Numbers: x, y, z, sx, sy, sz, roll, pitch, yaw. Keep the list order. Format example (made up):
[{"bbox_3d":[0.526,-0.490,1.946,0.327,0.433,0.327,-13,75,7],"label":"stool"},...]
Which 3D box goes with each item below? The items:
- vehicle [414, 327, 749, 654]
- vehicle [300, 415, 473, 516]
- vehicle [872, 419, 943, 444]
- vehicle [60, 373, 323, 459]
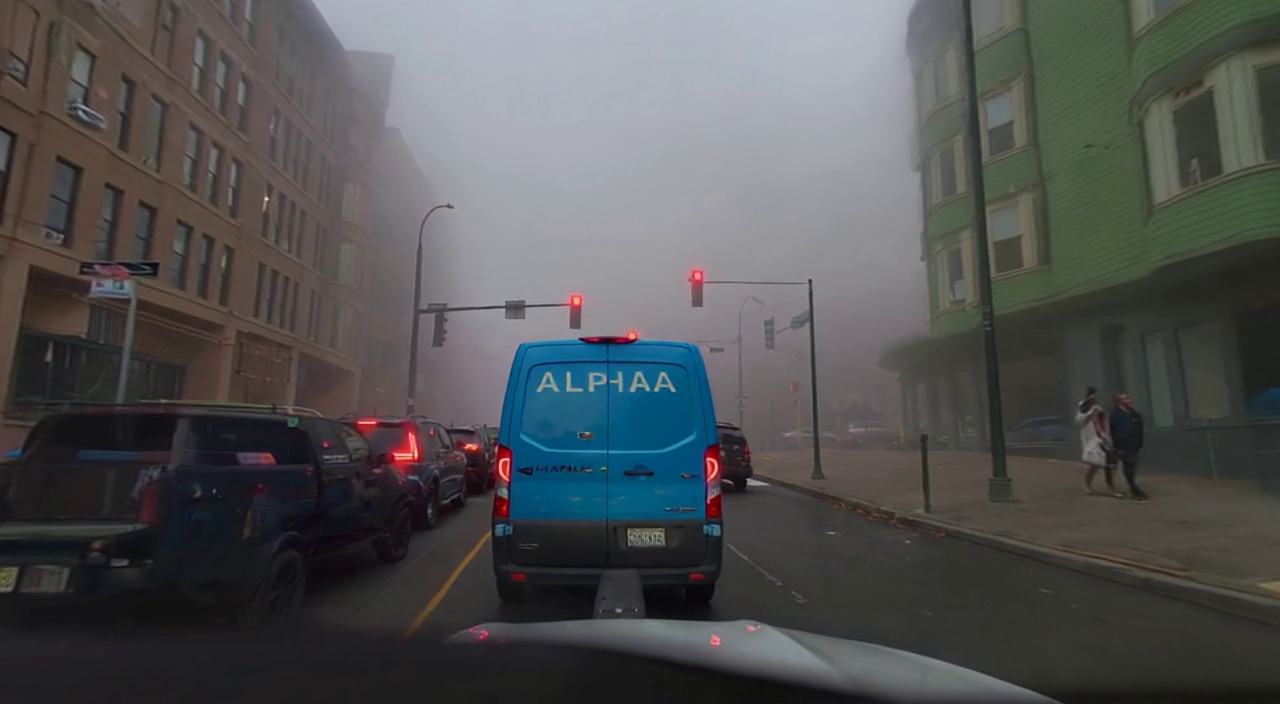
[{"bbox_3d":[-0.481,1.085,5.922,1.951,1.907,4.266,1,-8,-4],"label":"vehicle"},{"bbox_3d":[-4.175,1.896,10.990,1.841,1.461,3.426,1,-8,-5],"label":"vehicle"},{"bbox_3d":[15.348,4.564,36.179,3.381,1.391,1.529,1,-8,-9],"label":"vehicle"},{"bbox_3d":[-17.836,2.661,25.697,8.088,3.213,2.801,1,-8,-9],"label":"vehicle"}]
